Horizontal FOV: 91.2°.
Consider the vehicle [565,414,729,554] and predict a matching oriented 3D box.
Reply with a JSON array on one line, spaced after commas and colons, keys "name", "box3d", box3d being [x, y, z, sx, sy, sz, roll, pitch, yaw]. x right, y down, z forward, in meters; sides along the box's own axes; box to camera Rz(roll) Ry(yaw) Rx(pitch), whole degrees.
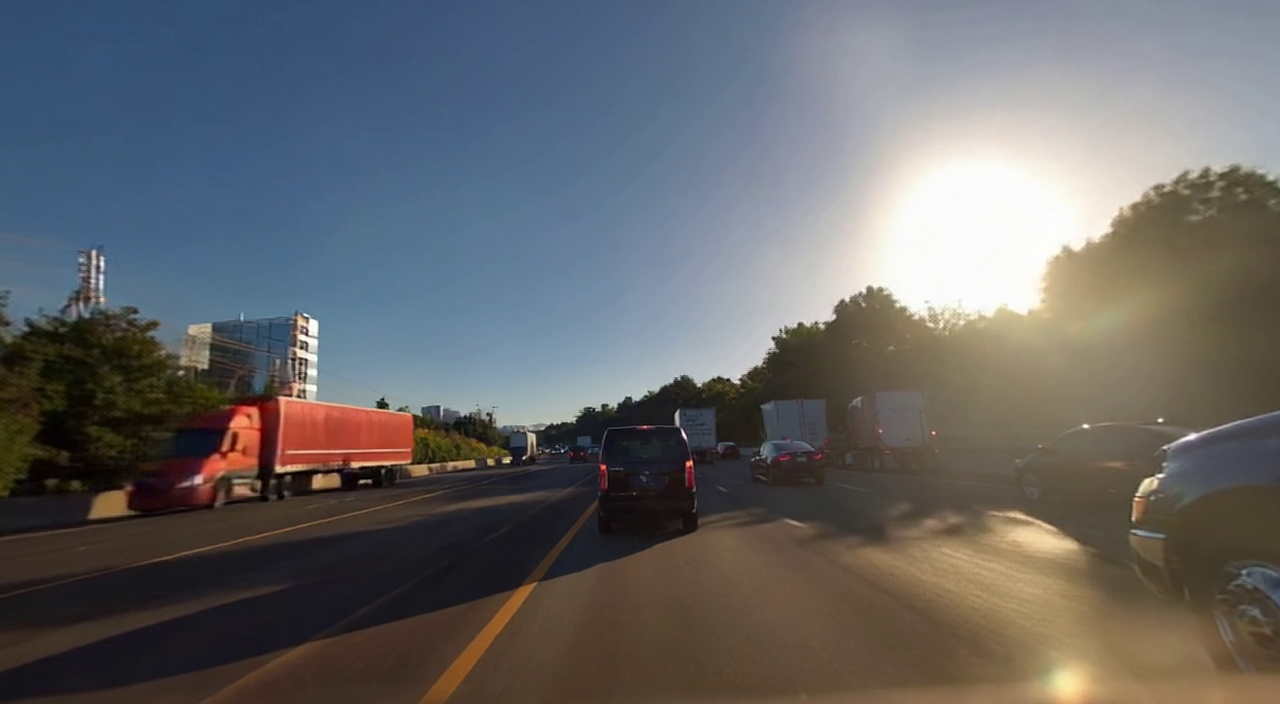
[{"name": "vehicle", "box3d": [0.102, 1.860, 9.331, 1.965, 1.664, 3.428, -1, -9, 1]}]

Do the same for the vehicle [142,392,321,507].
[{"name": "vehicle", "box3d": [-15.967, 3.896, 25.208, 2.984, 4.020, 5.983, 0, -9, 0]}]

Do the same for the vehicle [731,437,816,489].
[{"name": "vehicle", "box3d": [4.207, 3.565, 20.358, 1.859, 1.512, 3.711, 0, -9, -1]}]

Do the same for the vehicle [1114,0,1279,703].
[{"name": "vehicle", "box3d": [4.219, -0.361, 0.368, 2.987, 3.877, 5.881, 0, -9, 0]}]

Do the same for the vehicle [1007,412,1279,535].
[{"name": "vehicle", "box3d": [8.604, 1.989, 10.789, 1.913, 1.652, 4.384, -1, -9, 1]}]

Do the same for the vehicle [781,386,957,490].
[{"name": "vehicle", "box3d": [8.257, 3.457, 24.679, 2.799, 3.188, 10.578, 0, -9, -1]}]
